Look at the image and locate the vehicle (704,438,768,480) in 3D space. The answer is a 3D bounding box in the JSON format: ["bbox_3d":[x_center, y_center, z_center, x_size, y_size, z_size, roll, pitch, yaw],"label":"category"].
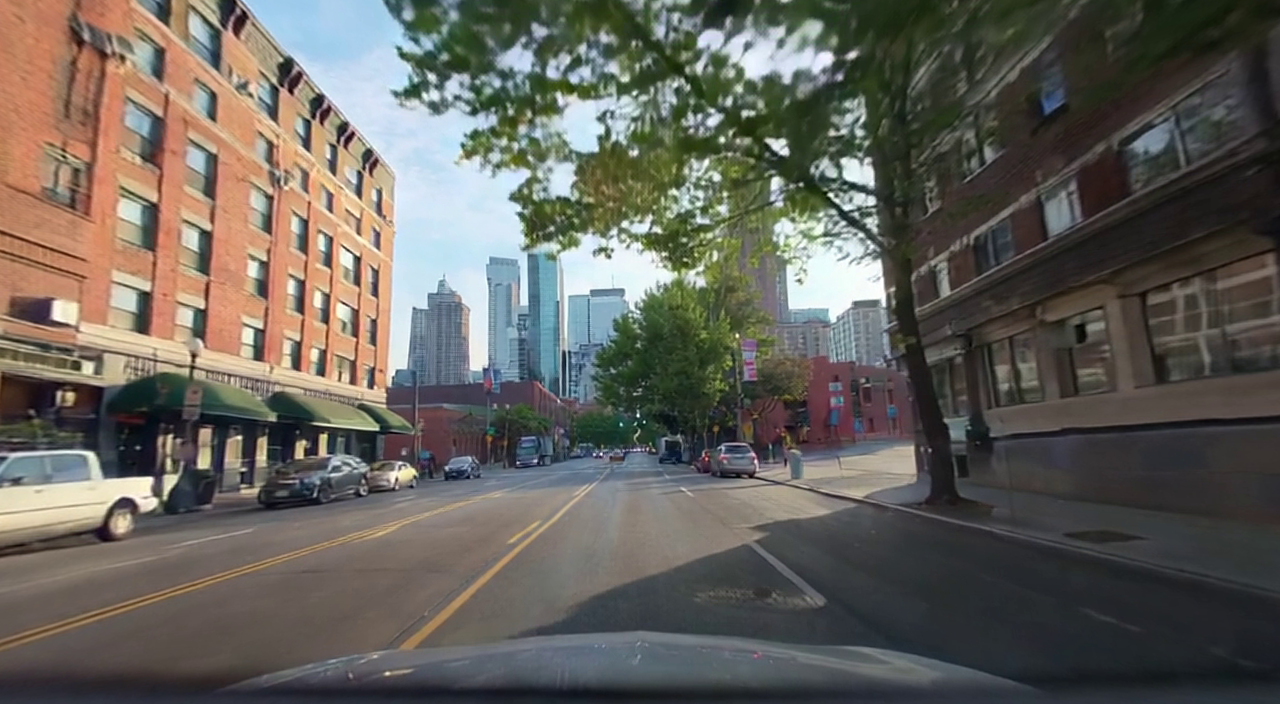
[{"bbox_3d":[4.637,5.288,31.423,2.237,1.908,5.320,0,-9,-1],"label":"vehicle"}]

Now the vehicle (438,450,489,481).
[{"bbox_3d":[-11.261,7.259,40.602,2.039,1.770,4.445,-3,-10,-1],"label":"vehicle"}]

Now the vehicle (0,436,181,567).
[{"bbox_3d":[-10.836,2.400,10.010,2.574,1.922,6.292,-4,-9,-1],"label":"vehicle"}]

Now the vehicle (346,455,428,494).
[{"bbox_3d":[-11.376,5.532,28.758,2.007,1.511,4.280,-4,-10,0],"label":"vehicle"}]

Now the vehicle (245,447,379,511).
[{"bbox_3d":[-11.335,4.374,22.407,1.970,1.828,5.519,-3,-9,-2],"label":"vehicle"}]
